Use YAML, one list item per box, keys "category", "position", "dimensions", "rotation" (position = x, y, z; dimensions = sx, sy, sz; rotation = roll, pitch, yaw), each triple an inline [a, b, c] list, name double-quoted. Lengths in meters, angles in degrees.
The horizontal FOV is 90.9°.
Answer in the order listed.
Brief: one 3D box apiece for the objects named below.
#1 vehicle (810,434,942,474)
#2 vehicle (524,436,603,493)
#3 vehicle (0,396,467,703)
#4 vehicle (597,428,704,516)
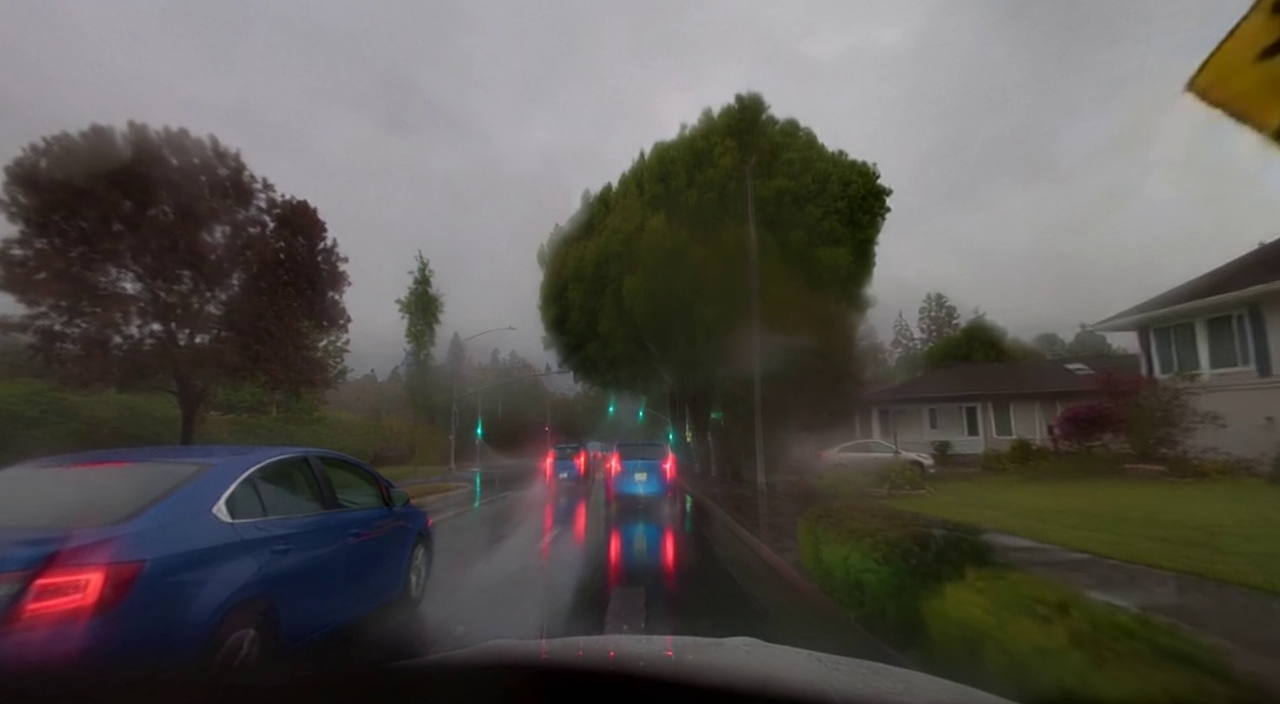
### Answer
- category: "vehicle"
  position: [9.313, 4.057, 25.143]
  dimensions: [4.456, 1.504, 1.914]
  rotation: [0, -9, 1]
- category: "vehicle"
  position: [-2.449, 3.746, 21.313]
  dimensions: [2.000, 1.737, 4.133]
  rotation: [0, -9, 2]
- category: "vehicle"
  position: [-2.837, 1.211, 4.074]
  dimensions: [1.968, 1.472, 4.685]
  rotation: [0, -9, 2]
- category: "vehicle"
  position: [0.215, 2.692, 14.537]
  dimensions: [2.120, 1.718, 3.909]
  rotation: [0, -9, 0]
